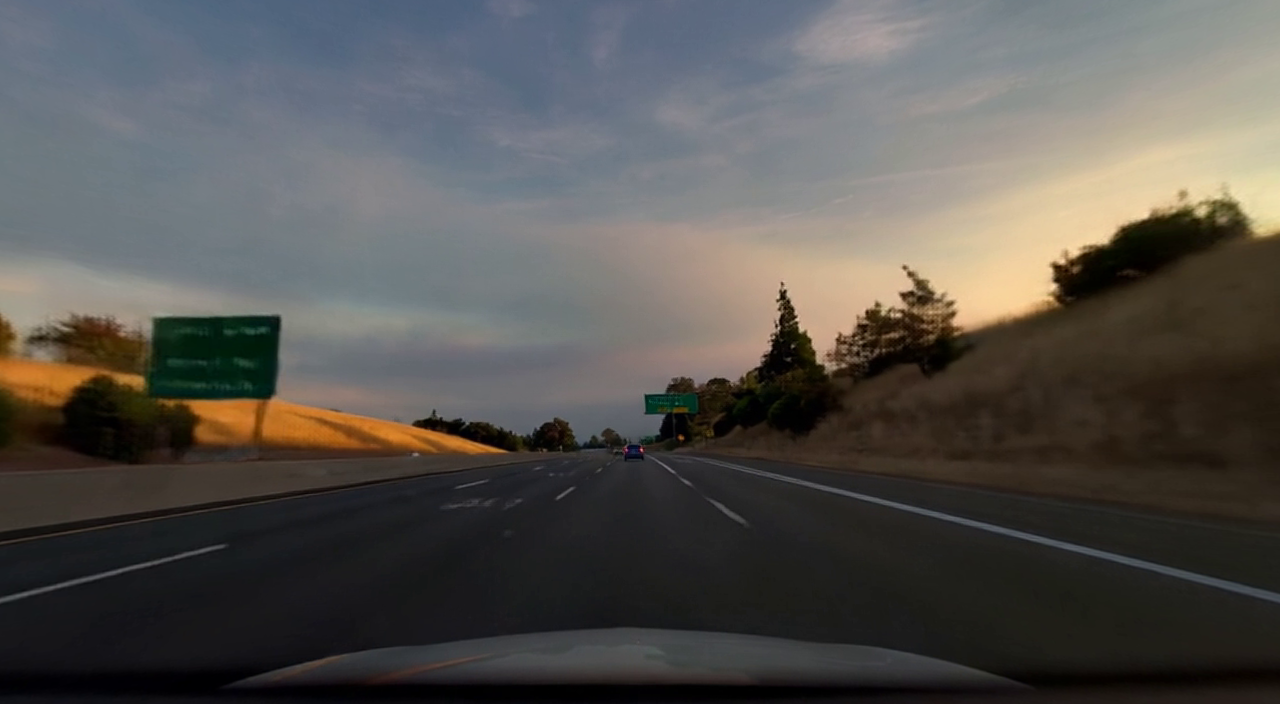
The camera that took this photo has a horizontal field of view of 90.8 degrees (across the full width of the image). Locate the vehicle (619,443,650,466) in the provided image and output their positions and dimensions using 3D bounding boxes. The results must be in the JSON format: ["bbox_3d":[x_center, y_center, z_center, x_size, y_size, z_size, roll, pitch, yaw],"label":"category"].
[{"bbox_3d":[-0.419,7.140,44.198,2.080,1.468,3.884,0,-9,-1],"label":"vehicle"}]
